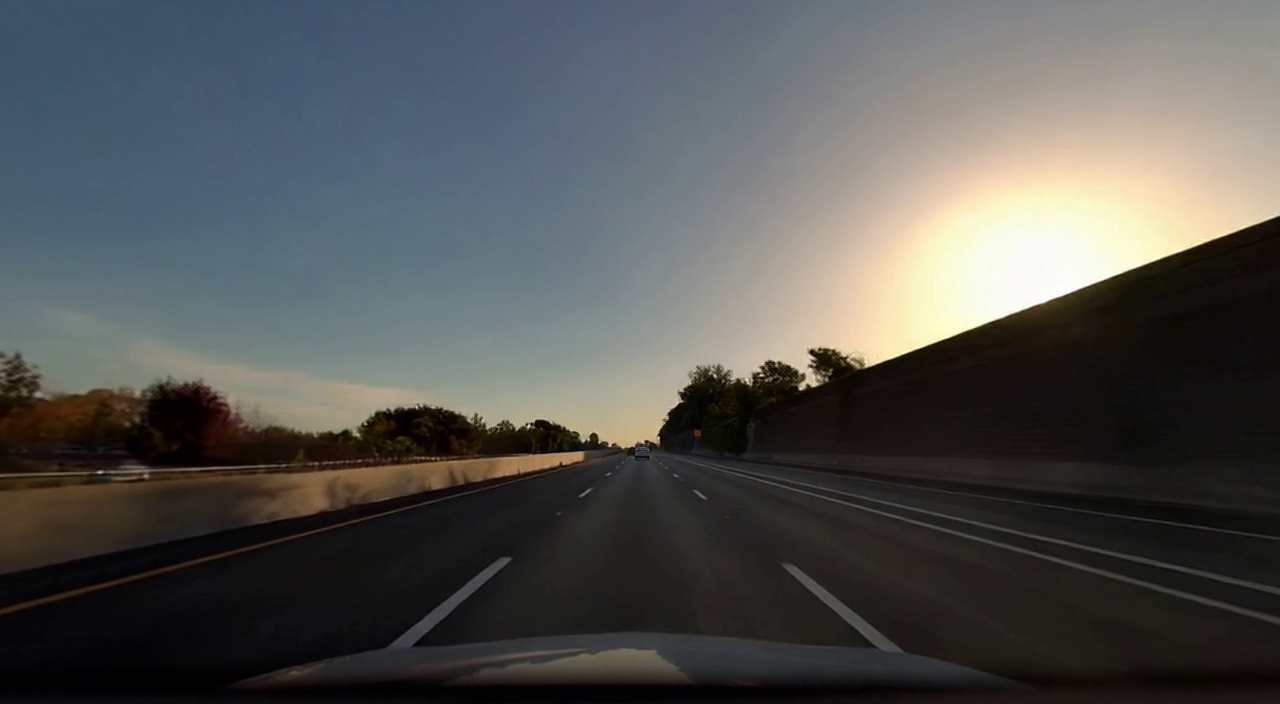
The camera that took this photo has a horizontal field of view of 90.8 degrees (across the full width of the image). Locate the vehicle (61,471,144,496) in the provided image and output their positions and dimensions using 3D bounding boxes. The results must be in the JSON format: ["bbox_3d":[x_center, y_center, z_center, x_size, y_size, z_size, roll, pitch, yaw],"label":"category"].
[{"bbox_3d":[-38.901,9.505,45.864,1.790,1.478,4.720,-1,-9,2],"label":"vehicle"}]
